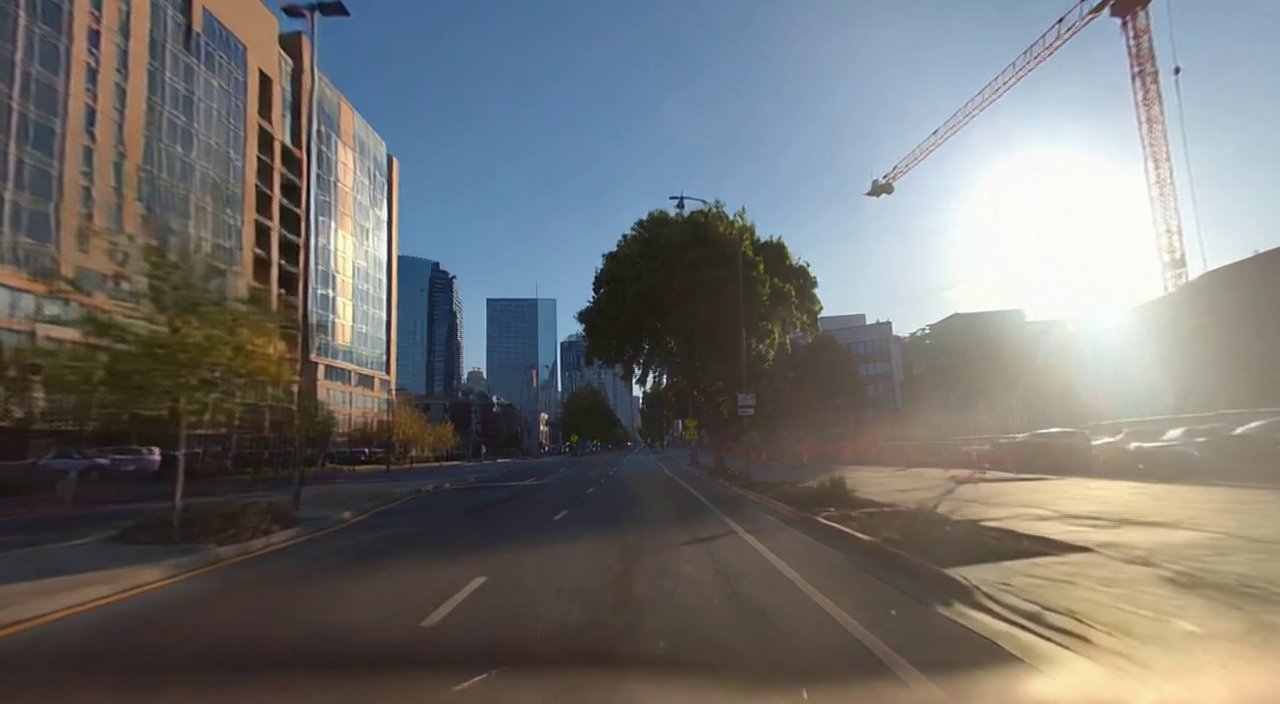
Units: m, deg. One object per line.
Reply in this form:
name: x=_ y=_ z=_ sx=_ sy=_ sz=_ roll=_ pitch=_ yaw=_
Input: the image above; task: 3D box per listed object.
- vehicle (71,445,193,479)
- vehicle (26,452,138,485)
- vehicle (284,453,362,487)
vehicle: x=-25.385 y=5.497 z=31.597 sx=4.308 sy=1.612 sz=1.989 roll=0 pitch=-8 yaw=-2
vehicle: x=-25.556 y=5.336 z=28.929 sx=3.463 sy=1.389 sz=1.707 roll=-1 pitch=-9 yaw=0
vehicle: x=-17.119 y=6.380 z=34.273 sx=1.921 sy=1.541 sz=4.541 roll=-1 pitch=-8 yaw=0
